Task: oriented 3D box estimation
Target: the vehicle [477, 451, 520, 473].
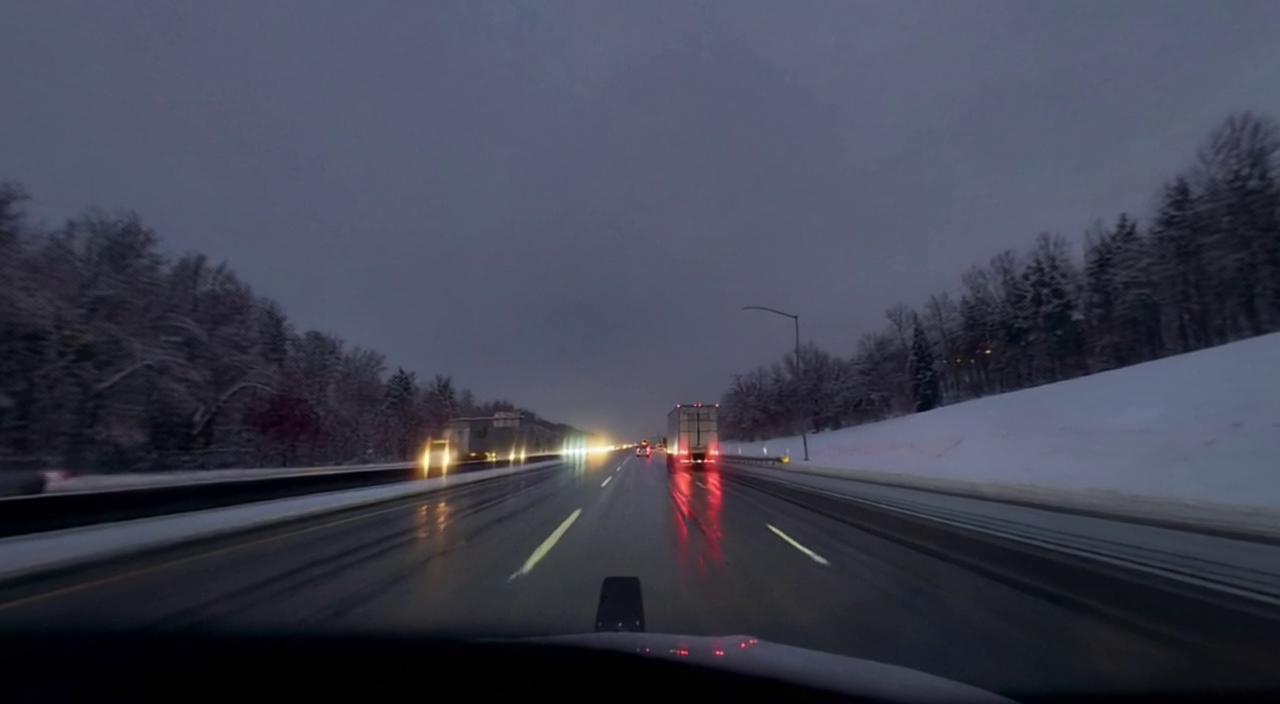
[{"bbox_3d":[-10.283,7.993,46.085,1.933,1.504,4.606,0,-9,1],"label":"vehicle"}]
